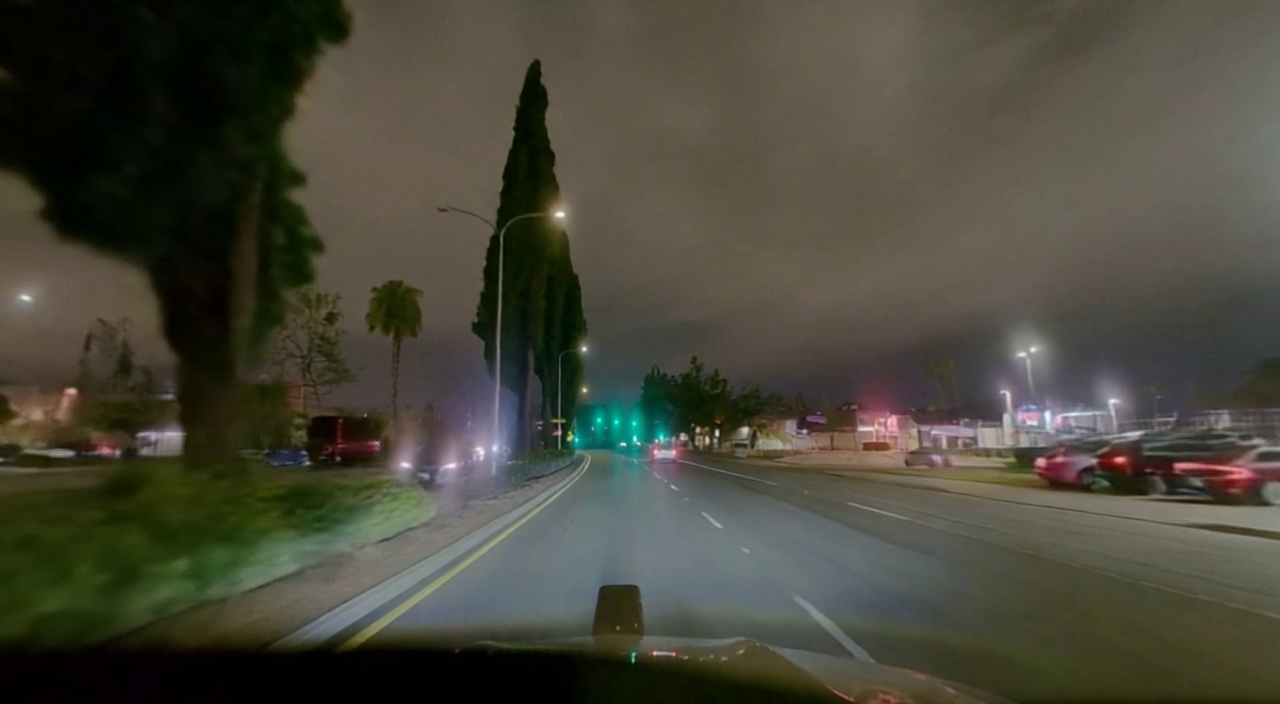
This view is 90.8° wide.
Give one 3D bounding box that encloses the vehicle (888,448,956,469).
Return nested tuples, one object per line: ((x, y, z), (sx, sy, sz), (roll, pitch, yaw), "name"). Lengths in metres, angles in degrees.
((20.450, 7.684, 45.788), (4.458, 1.465, 1.875), (3, -9, -22), "vehicle")

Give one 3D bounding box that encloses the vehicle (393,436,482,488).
((-7.194, 3.921, 23.065), (2.180, 1.556, 5.130), (2, -7, -8), "vehicle")

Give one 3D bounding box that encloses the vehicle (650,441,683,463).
((1.839, 7.191, 45.353), (1.913, 1.473, 4.360), (0, -9, -4), "vehicle")

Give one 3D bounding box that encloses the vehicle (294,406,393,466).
((-21.278, 6.183, 46.140), (3.154, 3.917, 9.345), (0, -9, -4), "vehicle")

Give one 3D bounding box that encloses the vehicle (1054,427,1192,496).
((15.870, 3.505, 20.661), (5.161, 1.927, 2.464), (7, -11, -41), "vehicle")

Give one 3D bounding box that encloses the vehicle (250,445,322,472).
((-20.955, 6.294, 37.624), (2.068, 1.408, 4.399), (-2, -8, -4), "vehicle")

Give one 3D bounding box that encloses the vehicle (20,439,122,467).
((-31.100, 5.540, 34.597), (3.768, 1.443, 1.800), (0, -8, -2), "vehicle")

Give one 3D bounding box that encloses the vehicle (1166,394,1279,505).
((17.036, 2.730, 17.818), (5.908, 2.641, 2.303), (7, -12, -42), "vehicle")
